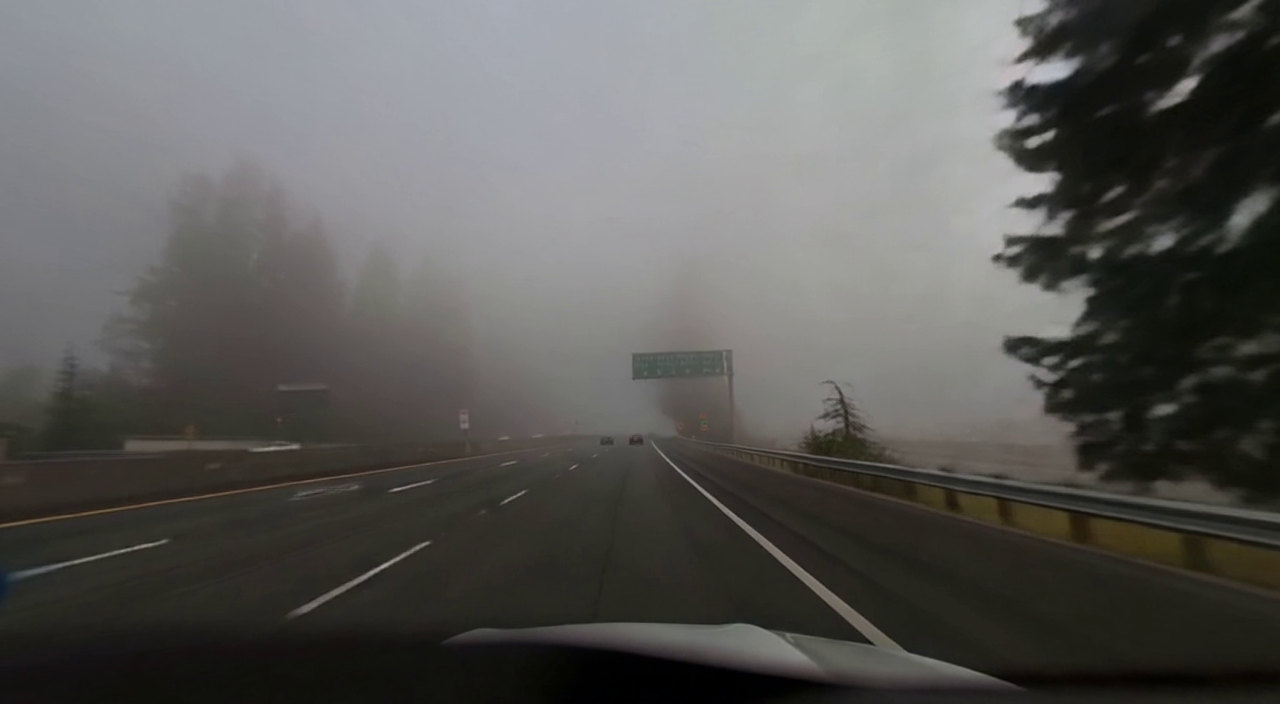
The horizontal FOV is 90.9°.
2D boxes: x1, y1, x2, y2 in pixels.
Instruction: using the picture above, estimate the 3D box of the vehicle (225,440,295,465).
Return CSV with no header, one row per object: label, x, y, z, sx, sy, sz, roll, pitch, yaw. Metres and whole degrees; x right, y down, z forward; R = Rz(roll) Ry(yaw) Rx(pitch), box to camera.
vehicle,-23.265,6.120,38.719,1.772,1.430,4.002,0,-7,0
